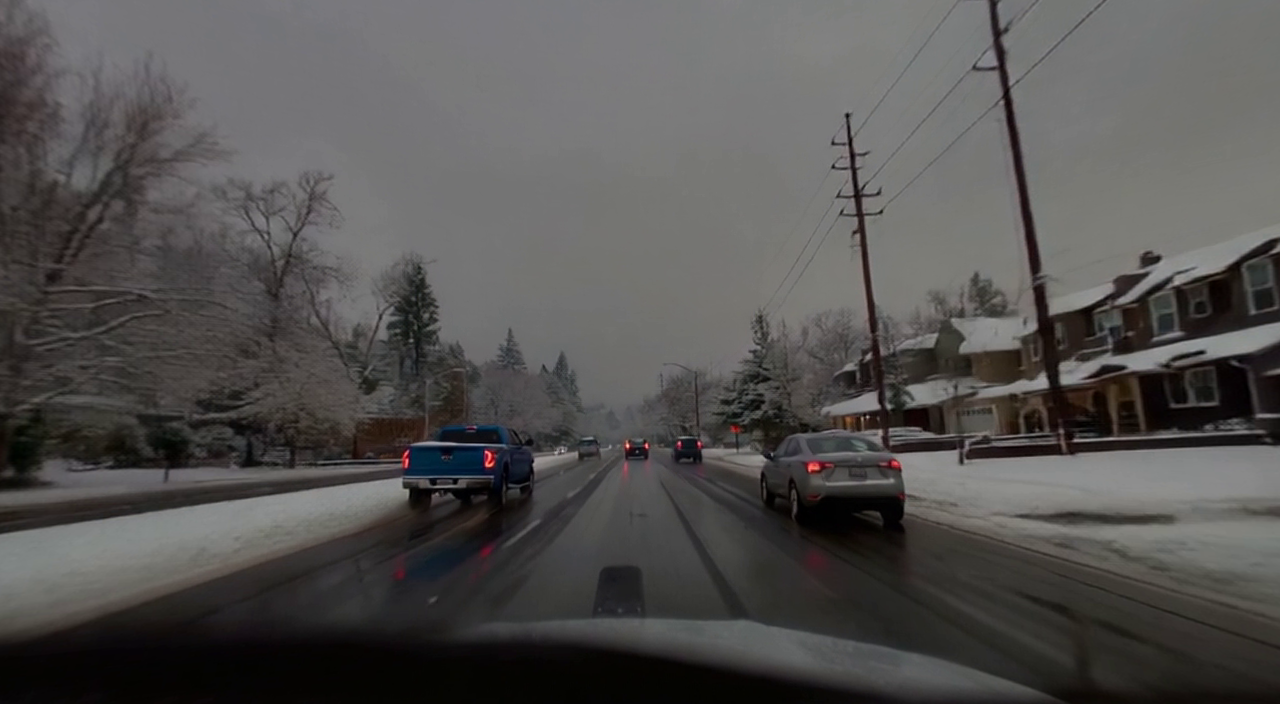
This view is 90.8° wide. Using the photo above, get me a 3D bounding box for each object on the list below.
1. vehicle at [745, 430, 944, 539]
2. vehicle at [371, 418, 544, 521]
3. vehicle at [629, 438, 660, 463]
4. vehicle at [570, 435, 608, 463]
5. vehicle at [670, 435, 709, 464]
[{"bbox_3d":[3.138,2.120,10.753,1.884,1.463,4.195,0,-8,-1],"label":"vehicle"},{"bbox_3d":[-3.524,2.400,13.475,2.111,1.745,5.274,0,-8,0],"label":"vehicle"},{"bbox_3d":[0.238,6.713,43.216,1.997,1.636,3.760,0,-8,-2],"label":"vehicle"},{"bbox_3d":[-3.502,6.785,44.239,2.218,1.829,4.492,0,-8,0],"label":"vehicle"},{"bbox_3d":[3.291,6.587,42.963,2.099,1.845,4.363,0,-8,-2],"label":"vehicle"}]
